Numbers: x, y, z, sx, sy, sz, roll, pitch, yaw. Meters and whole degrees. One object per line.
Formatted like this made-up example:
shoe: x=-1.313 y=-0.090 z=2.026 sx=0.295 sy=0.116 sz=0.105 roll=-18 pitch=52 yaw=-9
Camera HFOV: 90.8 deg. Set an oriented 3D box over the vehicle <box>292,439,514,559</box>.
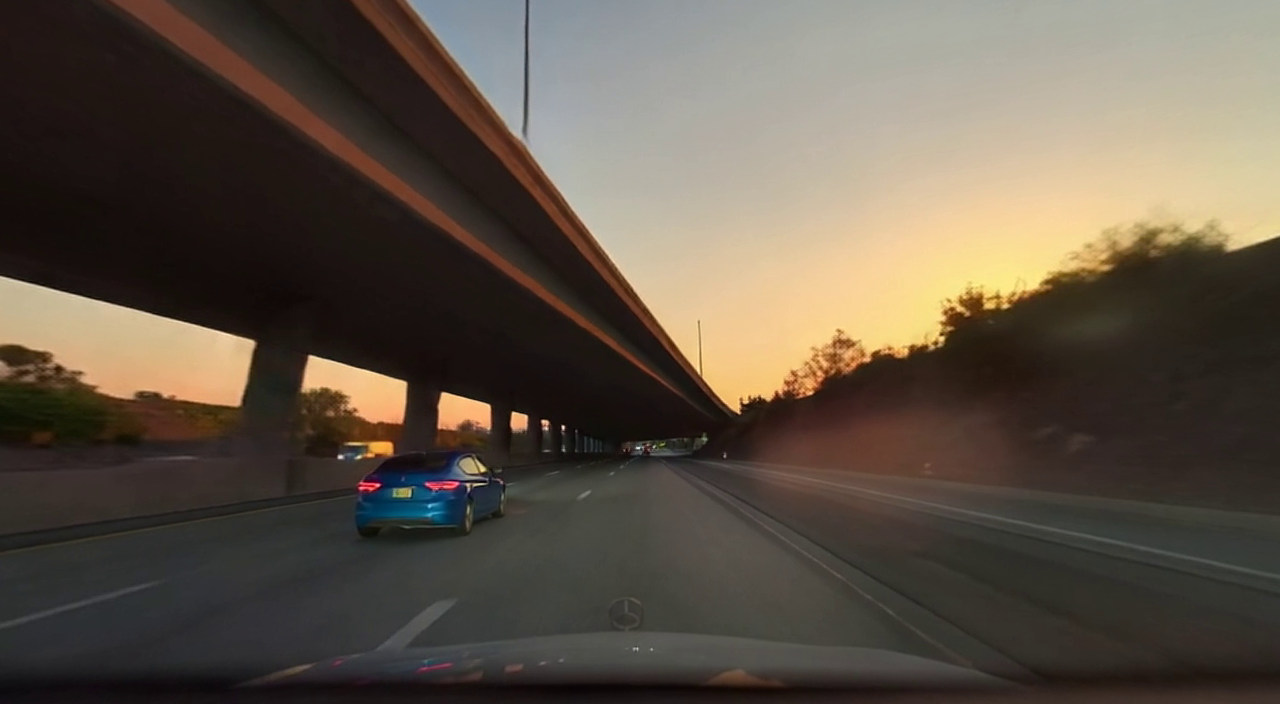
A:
vehicle: x=-3.343 y=2.131 z=9.832 sx=1.935 sy=1.479 sz=3.787 roll=0 pitch=-9 yaw=1
